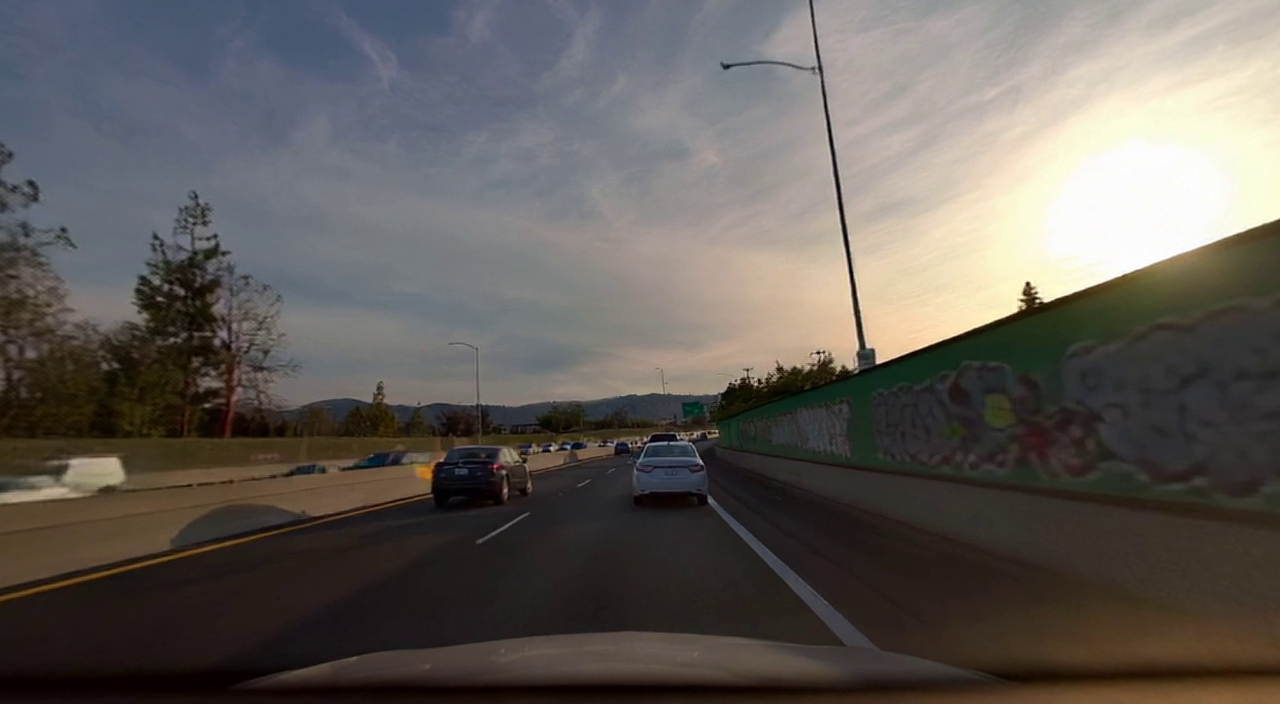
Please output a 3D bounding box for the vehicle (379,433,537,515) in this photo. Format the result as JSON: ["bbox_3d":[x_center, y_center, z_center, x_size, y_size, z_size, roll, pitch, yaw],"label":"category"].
[{"bbox_3d":[-3.687,2.545,13.676,2.059,1.471,4.152,0,-8,2],"label":"vehicle"}]

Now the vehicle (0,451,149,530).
[{"bbox_3d":[-14.872,3.235,15.092,2.168,1.641,4.958,0,-8,0],"label":"vehicle"}]

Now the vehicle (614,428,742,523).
[{"bbox_3d":[0.649,2.303,12.288,2.077,1.533,3.854,0,-8,1],"label":"vehicle"}]
